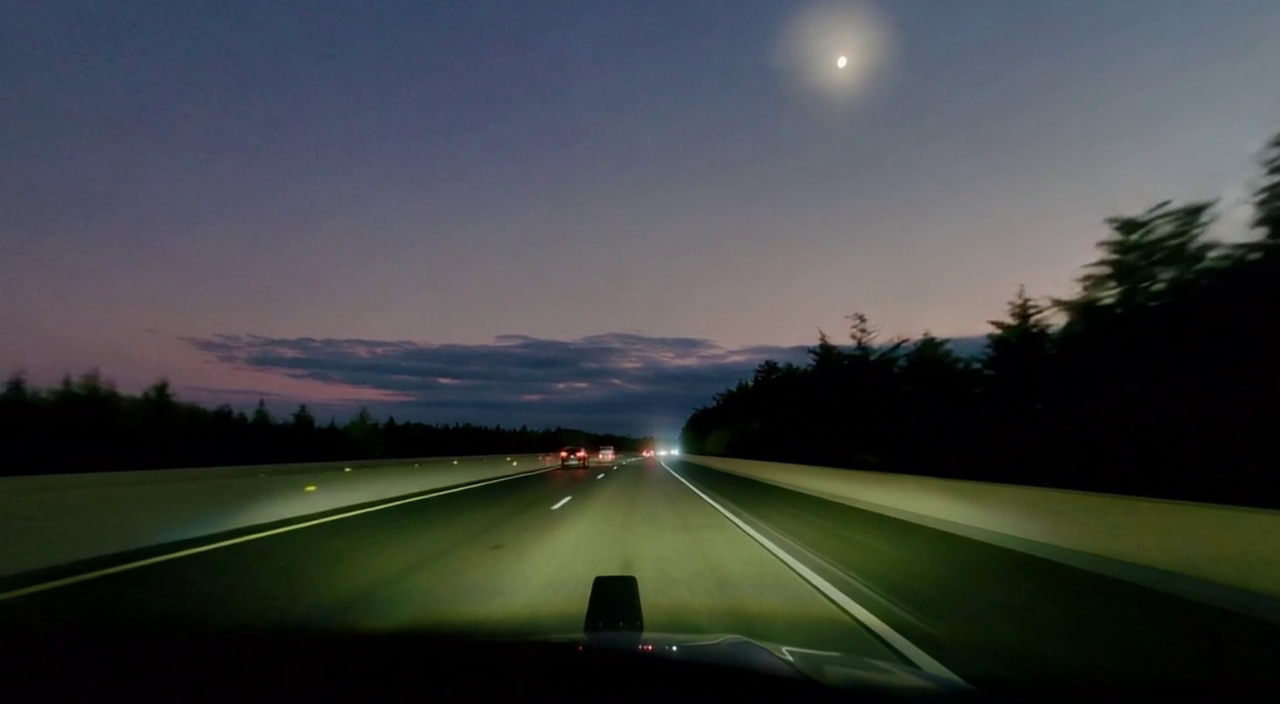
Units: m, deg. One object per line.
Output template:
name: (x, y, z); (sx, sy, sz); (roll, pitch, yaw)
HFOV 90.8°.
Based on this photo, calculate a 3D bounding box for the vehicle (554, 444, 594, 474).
vehicle: (-3.814, 6.230, 36.923); (1.846, 1.600, 4.108); (0, -9, 1)
